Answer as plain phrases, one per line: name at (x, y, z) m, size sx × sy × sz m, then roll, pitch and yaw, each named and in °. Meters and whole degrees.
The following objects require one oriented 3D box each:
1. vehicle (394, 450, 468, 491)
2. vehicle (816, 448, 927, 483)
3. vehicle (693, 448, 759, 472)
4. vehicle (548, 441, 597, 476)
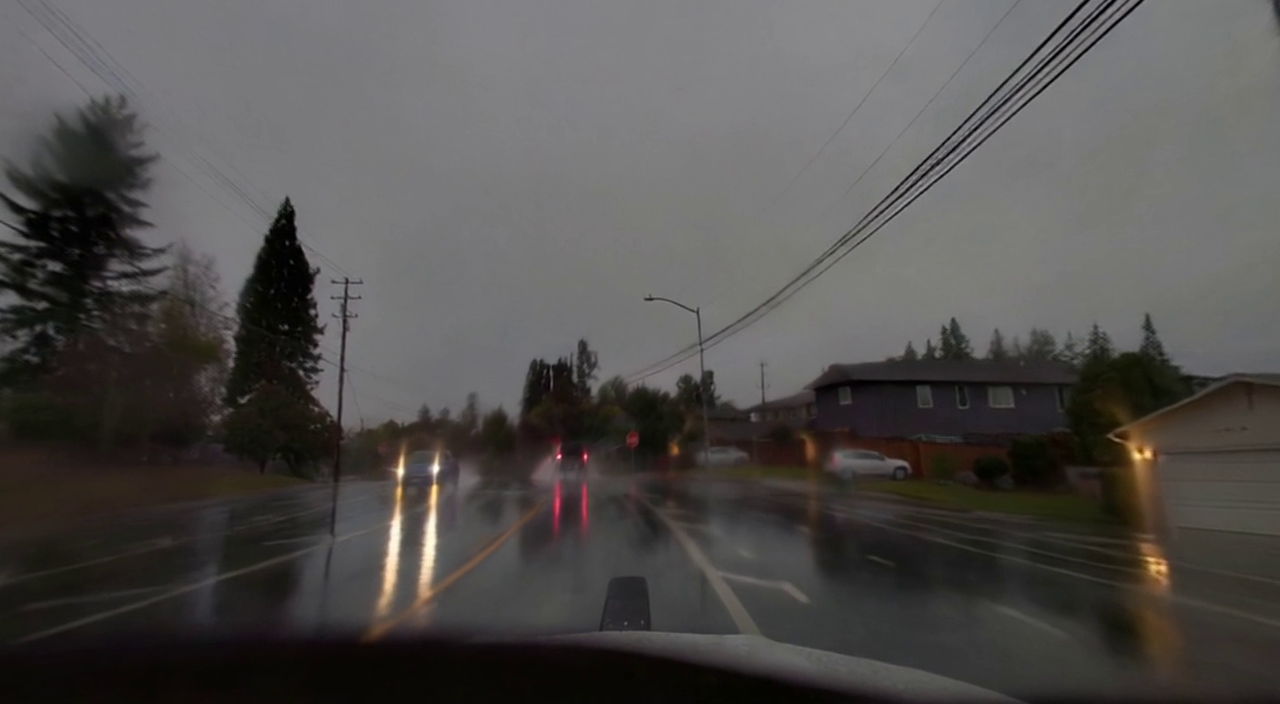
vehicle at (-8.568, 4.870, 26.250) m, size 2.003 × 1.483 × 4.545 m, roll 1°, pitch -9°, yaw -7°
vehicle at (10.659, 5.228, 29.139) m, size 4.383 × 1.508 × 1.884 m, roll 1°, pitch -9°, yaw -8°
vehicle at (6.487, 8.163, 47.653) m, size 4.582 × 1.707 × 1.934 m, roll 2°, pitch -9°, yaw -15°
vehicle at (-4.043, 6.169, 36.972) m, size 2.284 × 1.741 × 4.702 m, roll 4°, pitch -8°, yaw -11°
